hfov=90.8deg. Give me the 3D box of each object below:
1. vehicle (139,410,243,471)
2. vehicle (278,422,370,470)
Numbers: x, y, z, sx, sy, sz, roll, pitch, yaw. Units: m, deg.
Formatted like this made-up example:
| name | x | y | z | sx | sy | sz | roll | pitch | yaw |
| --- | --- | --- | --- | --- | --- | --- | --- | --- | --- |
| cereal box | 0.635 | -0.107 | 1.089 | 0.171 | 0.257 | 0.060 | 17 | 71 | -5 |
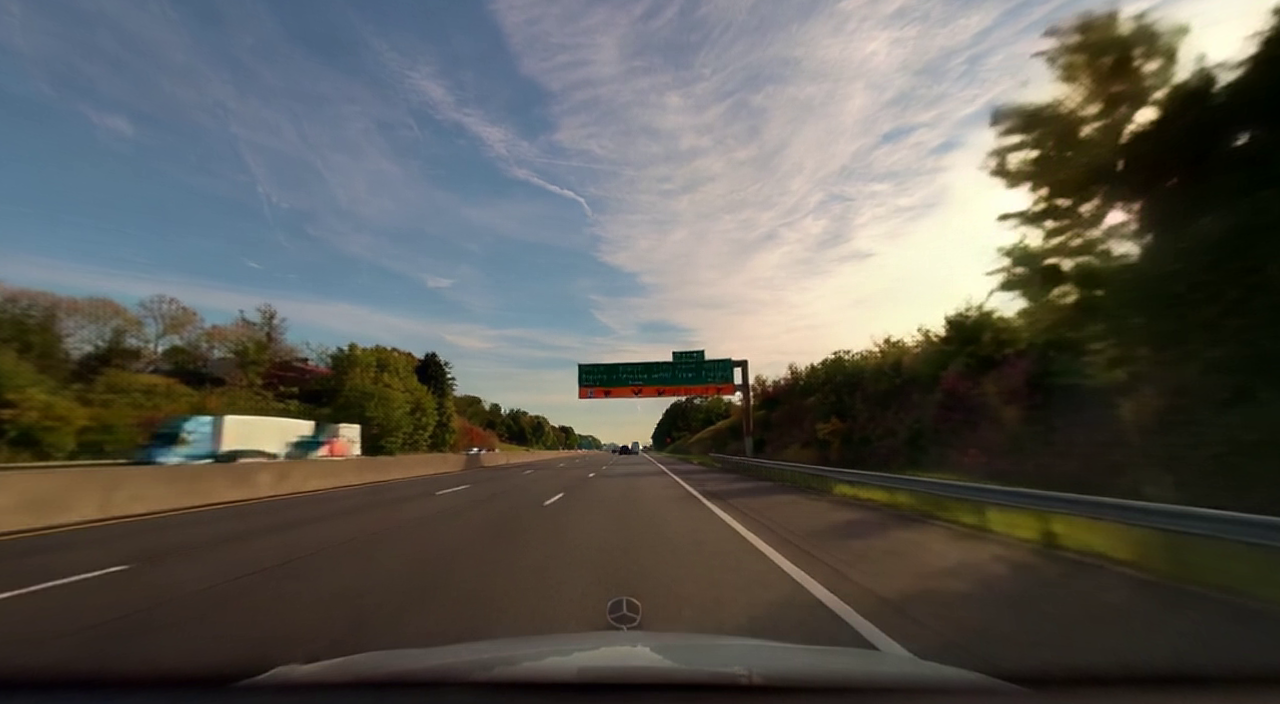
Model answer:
| name | x | y | z | sx | sy | sz | roll | pitch | yaw |
| --- | --- | --- | --- | --- | --- | --- | --- | --- | --- |
| vehicle | -25.185 | 5.013 | 35.625 | 3.271 | 3.288 | 3.296 | 0 | -9 | -3 |
| vehicle | -21.115 | 6.368 | 42.694 | 2.712 | 2.915 | 6.667 | 0 | -9 | 0 |
